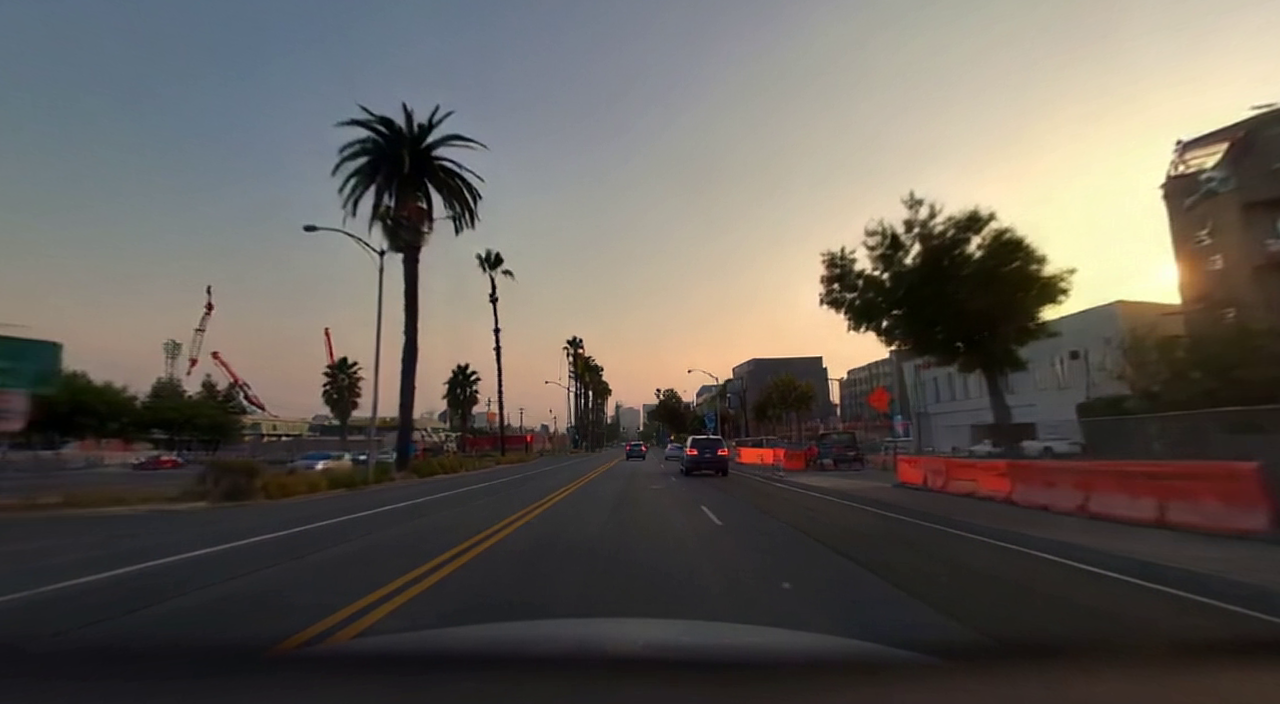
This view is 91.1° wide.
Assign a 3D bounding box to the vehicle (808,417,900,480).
[{"bbox_3d":[11.105,4.970,32.438,2.609,2.976,4.867,-8,-11,42],"label":"vehicle"}]

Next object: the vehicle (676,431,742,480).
[{"bbox_3d":[2.974,4.644,28.446,2.386,1.970,5.665,0,-8,0],"label":"vehicle"}]

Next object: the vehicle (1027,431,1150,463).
[{"bbox_3d":[30.481,6.452,42.821,6.580,2.031,2.456,1,-8,-3],"label":"vehicle"}]
